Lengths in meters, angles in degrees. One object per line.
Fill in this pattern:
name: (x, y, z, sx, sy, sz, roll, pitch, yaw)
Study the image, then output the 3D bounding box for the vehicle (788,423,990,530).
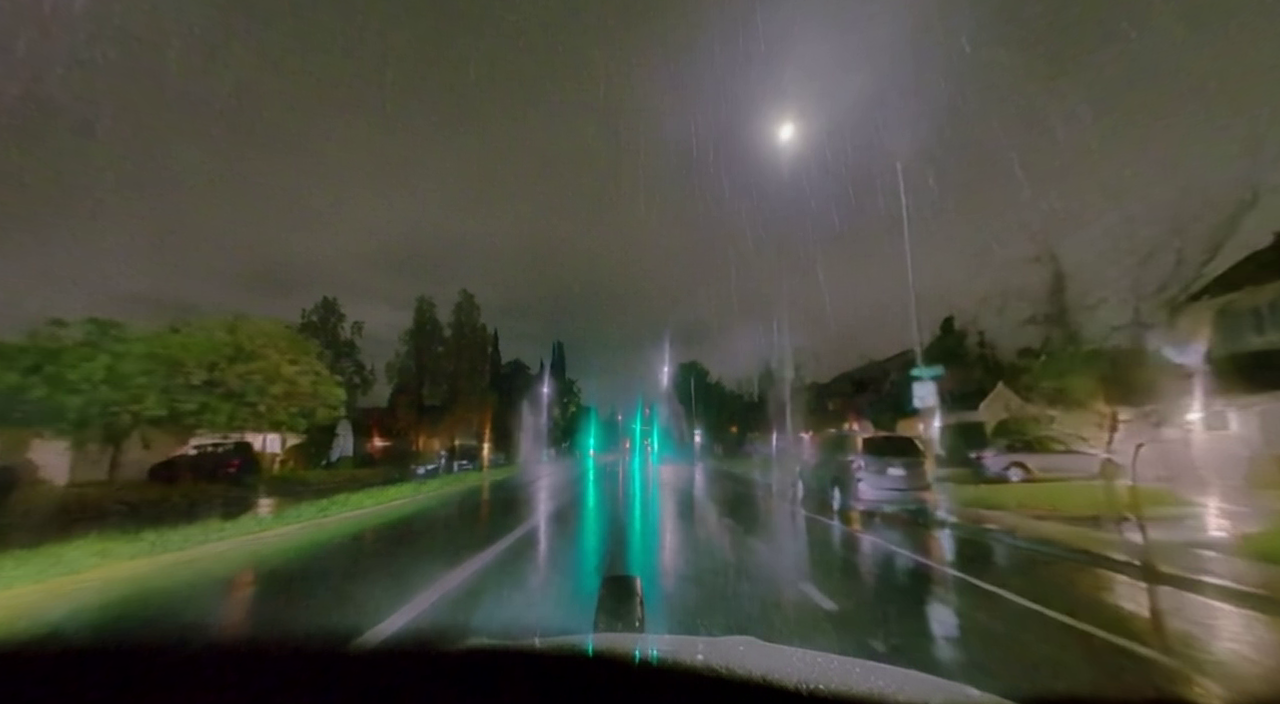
vehicle: (4.805, 2.471, 13.189, 2.196, 1.801, 4.778, 0, -8, -1)

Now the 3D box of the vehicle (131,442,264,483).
vehicle: (-20.806, 5.188, 29.837, 4.698, 1.862, 2.116, 0, -8, 2)

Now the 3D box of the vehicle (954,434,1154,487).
vehicle: (12.197, 3.205, 18.857, 4.577, 1.490, 1.903, 0, -8, 0)

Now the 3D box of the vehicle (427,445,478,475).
vehicle: (-12.532, 7.228, 42.531, 2.003, 1.804, 4.554, -1, -7, 1)
